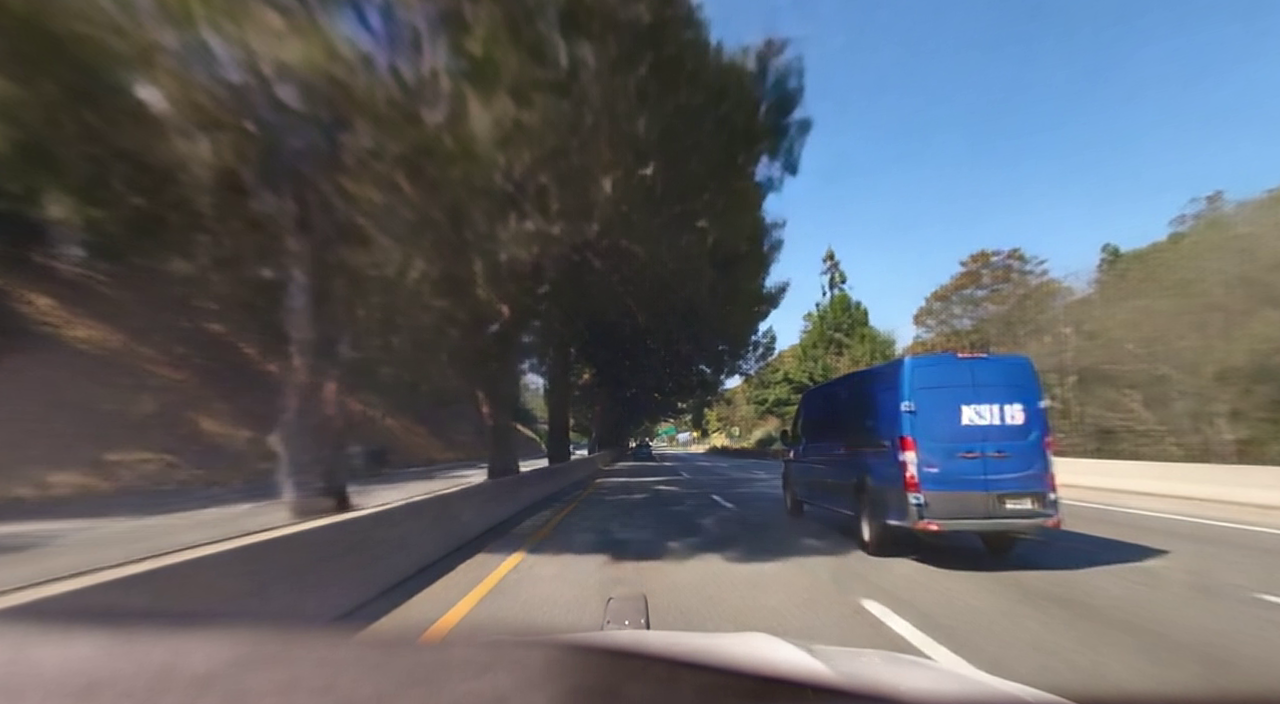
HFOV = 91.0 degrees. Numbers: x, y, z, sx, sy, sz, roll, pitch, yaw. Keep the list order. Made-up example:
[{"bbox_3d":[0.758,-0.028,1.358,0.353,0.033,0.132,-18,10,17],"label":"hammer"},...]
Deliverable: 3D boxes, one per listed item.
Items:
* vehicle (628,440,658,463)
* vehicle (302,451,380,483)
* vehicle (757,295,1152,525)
[{"bbox_3d":[0.228,7.354,46.516,2.121,1.590,4.434,0,-8,0],"label":"vehicle"},{"bbox_3d":[-15.510,5.957,32.927,1.897,1.498,4.491,0,-8,0],"label":"vehicle"},{"bbox_3d":[7.186,2.259,19.913,3.479,4.156,17.231,0,-8,-1],"label":"vehicle"}]
